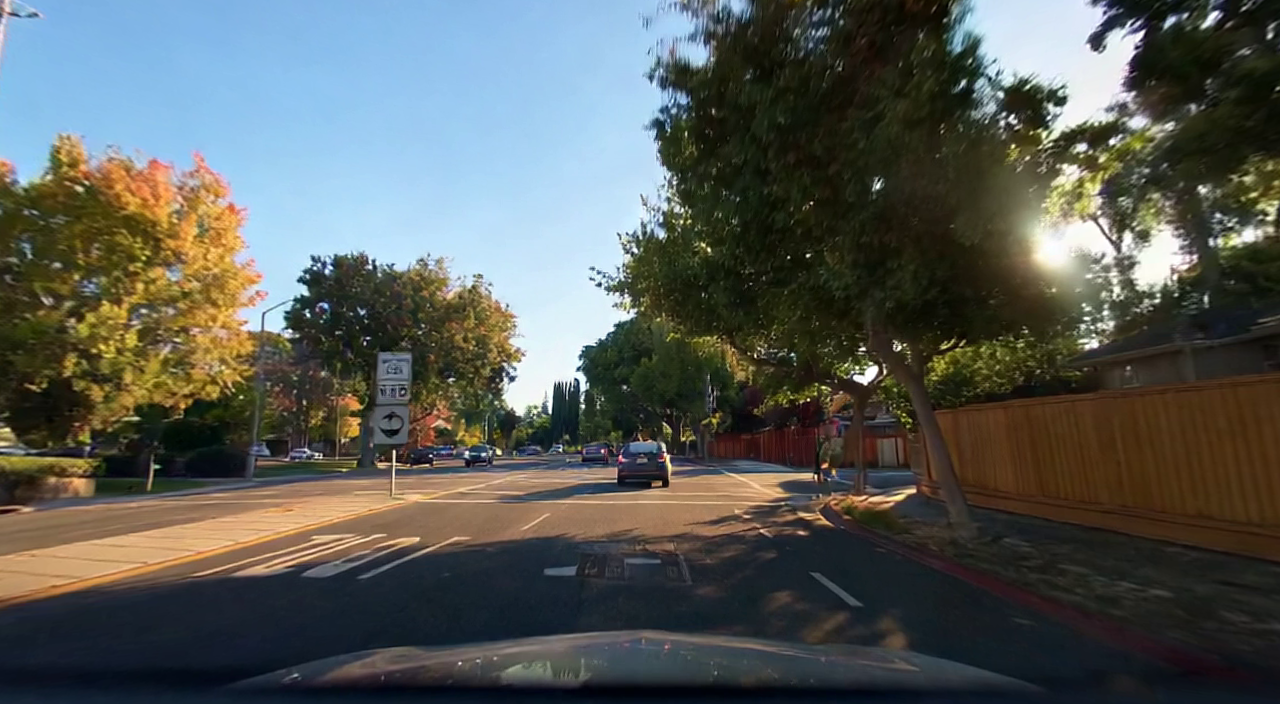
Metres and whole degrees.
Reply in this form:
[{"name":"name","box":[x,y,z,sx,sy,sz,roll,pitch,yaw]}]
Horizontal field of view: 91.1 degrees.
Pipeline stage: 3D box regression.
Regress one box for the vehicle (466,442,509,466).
[{"name":"vehicle","box":[-11.292,7.553,46.829,2.103,1.679,4.199,0,-8,1]}]

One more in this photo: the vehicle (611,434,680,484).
[{"name":"vehicle","box":[0.235,3.869,23.033,2.290,1.653,4.127,0,-8,1]}]

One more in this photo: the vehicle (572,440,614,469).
[{"name":"vehicle","box":[-2.850,6.364,39.423,2.067,1.546,4.988,2,-7,2]}]
